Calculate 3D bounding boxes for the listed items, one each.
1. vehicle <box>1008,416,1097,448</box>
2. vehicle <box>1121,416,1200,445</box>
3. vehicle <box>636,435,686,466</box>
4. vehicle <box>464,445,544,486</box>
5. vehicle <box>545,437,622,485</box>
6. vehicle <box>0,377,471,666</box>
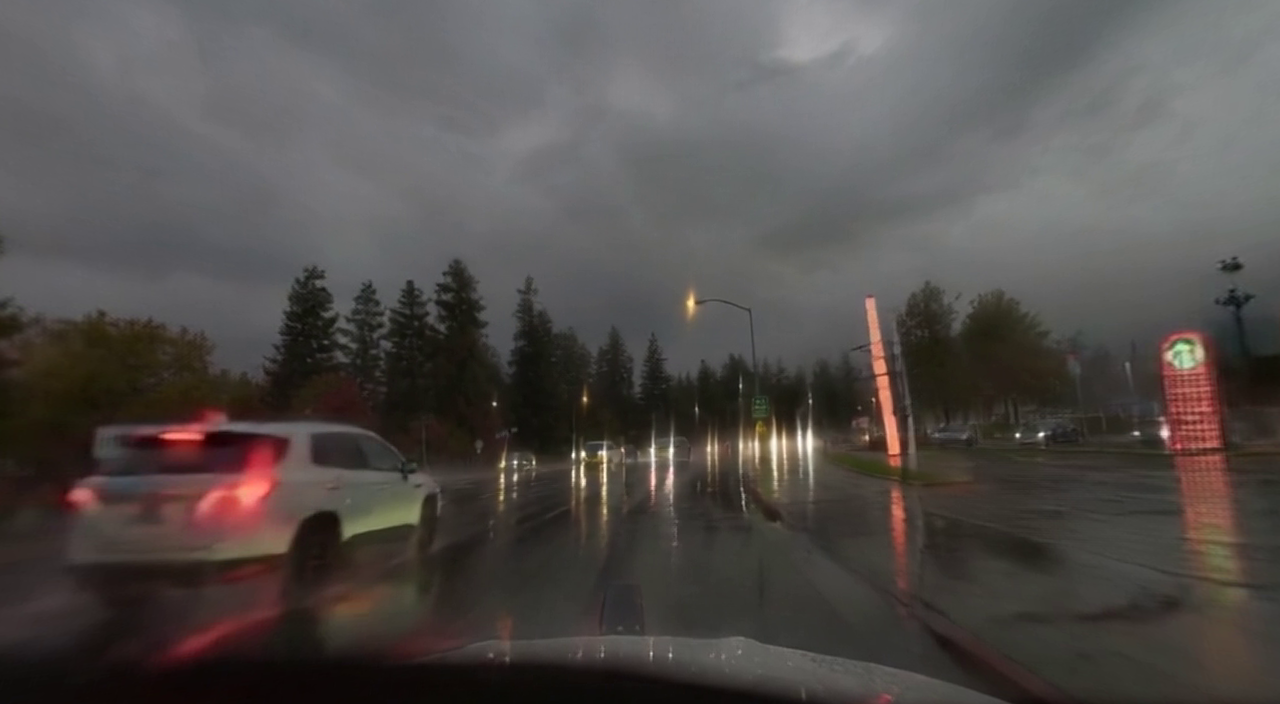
[{"bbox_3d":[24.569,4.814,37.606,4.982,1.789,2.303,5,-10,-30],"label":"vehicle"},{"bbox_3d":[27.743,4.245,33.672,4.106,1.450,1.901,5,-10,-32],"label":"vehicle"},{"bbox_3d":[1.384,6.214,39.946,2.167,1.832,4.679,-2,-9,15],"label":"vehicle"},{"bbox_3d":[-5.575,4.683,26.500,1.974,1.558,3.949,-1,-9,8],"label":"vehicle"},{"bbox_3d":[-2.094,4.221,24.779,2.002,1.664,4.113,-2,-9,10],"label":"vehicle"},{"bbox_3d":[-3.559,1.446,6.462,2.168,1.783,4.695,-3,-9,3],"label":"vehicle"}]
